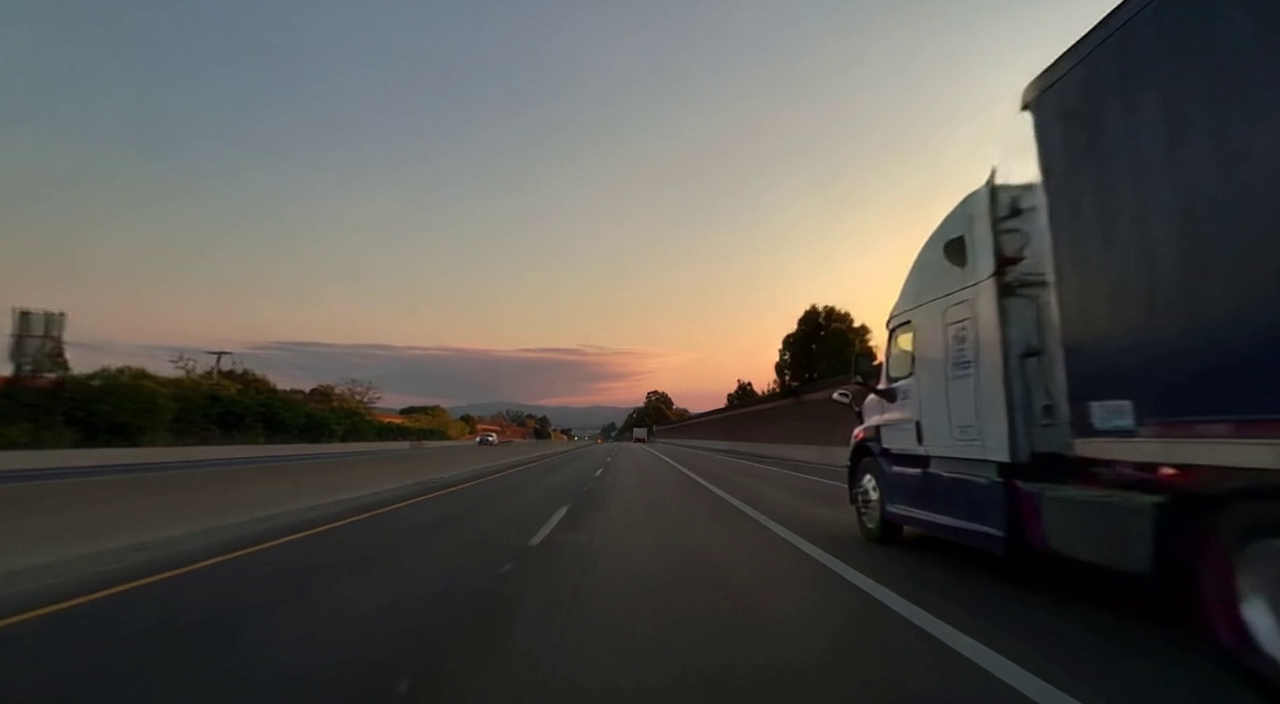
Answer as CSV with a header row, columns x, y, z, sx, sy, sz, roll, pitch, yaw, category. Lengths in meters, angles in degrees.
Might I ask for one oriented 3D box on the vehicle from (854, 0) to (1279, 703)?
x,y,z,sx,sy,sz,roll,pitch,yaw,category
4.556,-0.266,3.251,3.162,3.950,10.161,0,-8,-1,vehicle
